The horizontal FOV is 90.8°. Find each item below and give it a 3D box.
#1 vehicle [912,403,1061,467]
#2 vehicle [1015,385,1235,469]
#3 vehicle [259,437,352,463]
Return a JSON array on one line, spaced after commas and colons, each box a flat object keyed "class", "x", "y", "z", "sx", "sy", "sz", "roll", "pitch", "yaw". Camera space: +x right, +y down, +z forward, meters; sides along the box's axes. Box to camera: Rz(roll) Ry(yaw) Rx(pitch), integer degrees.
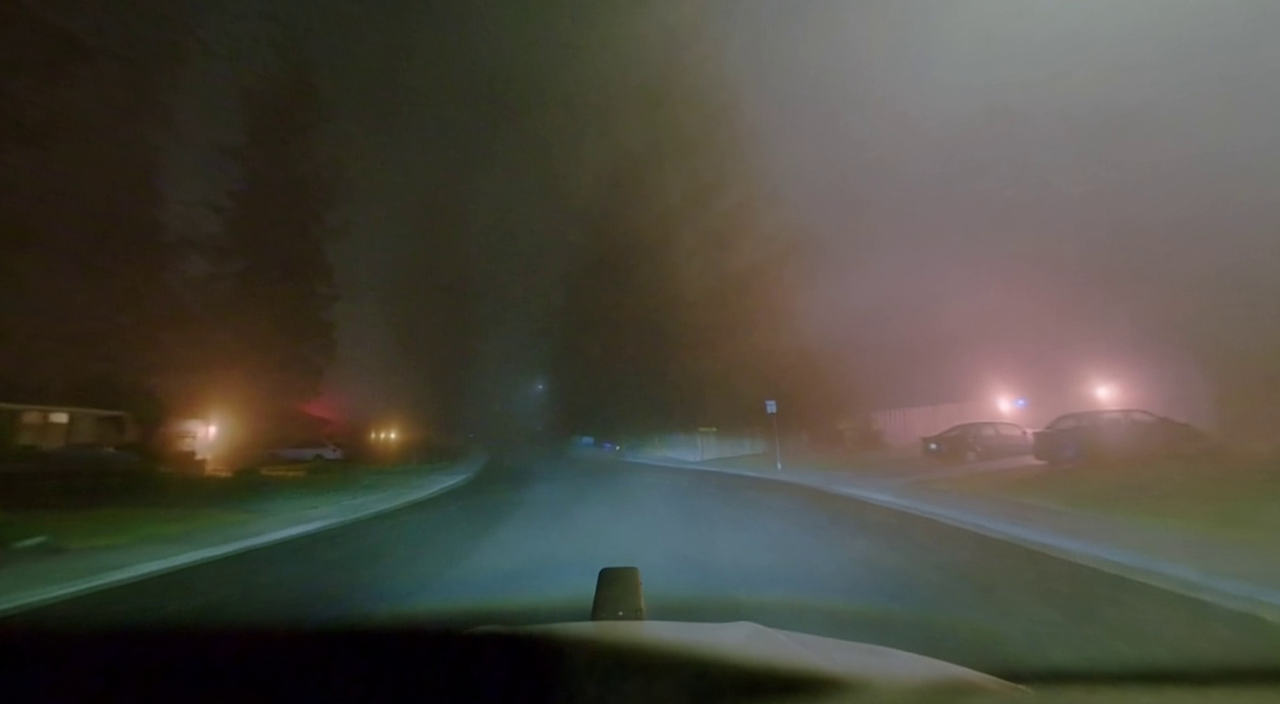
[{"class": "vehicle", "x": 12.160, "y": 2.909, "z": 22.263, "sx": 4.149, "sy": 1.596, "sz": 1.890, "roll": -6, "pitch": -7, "yaw": -12}, {"class": "vehicle", "x": 12.954, "y": 2.023, "z": 17.054, "sx": 4.421, "sy": 1.703, "sz": 1.927, "roll": -5, "pitch": -8, "yaw": -7}, {"class": "vehicle", "x": -20.703, "y": 6.111, "z": 39.307, "sx": 4.654, "sy": 1.457, "sz": 1.986, "roll": 3, "pitch": -10, "yaw": -10}]
